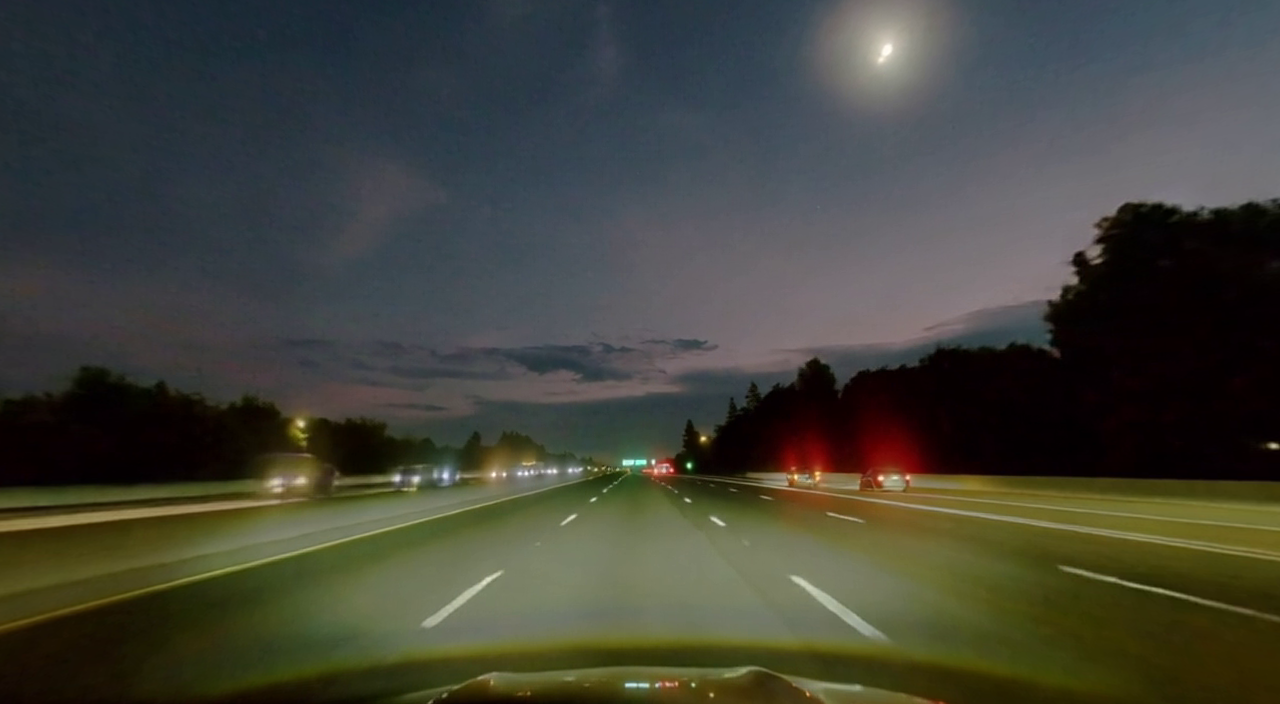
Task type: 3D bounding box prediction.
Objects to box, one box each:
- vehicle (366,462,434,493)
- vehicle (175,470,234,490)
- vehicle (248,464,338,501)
[{"bbox_3d":[-12.453,6.538,32.900,1.905,1.475,4.133,1,-10,0],"label":"vehicle"},{"bbox_3d":[-33.987,9.972,49.153,1.873,1.469,3.833,1,-10,-1],"label":"vehicle"},{"bbox_3d":[-16.568,6.233,30.265,1.826,1.568,4.309,1,-10,1],"label":"vehicle"}]
